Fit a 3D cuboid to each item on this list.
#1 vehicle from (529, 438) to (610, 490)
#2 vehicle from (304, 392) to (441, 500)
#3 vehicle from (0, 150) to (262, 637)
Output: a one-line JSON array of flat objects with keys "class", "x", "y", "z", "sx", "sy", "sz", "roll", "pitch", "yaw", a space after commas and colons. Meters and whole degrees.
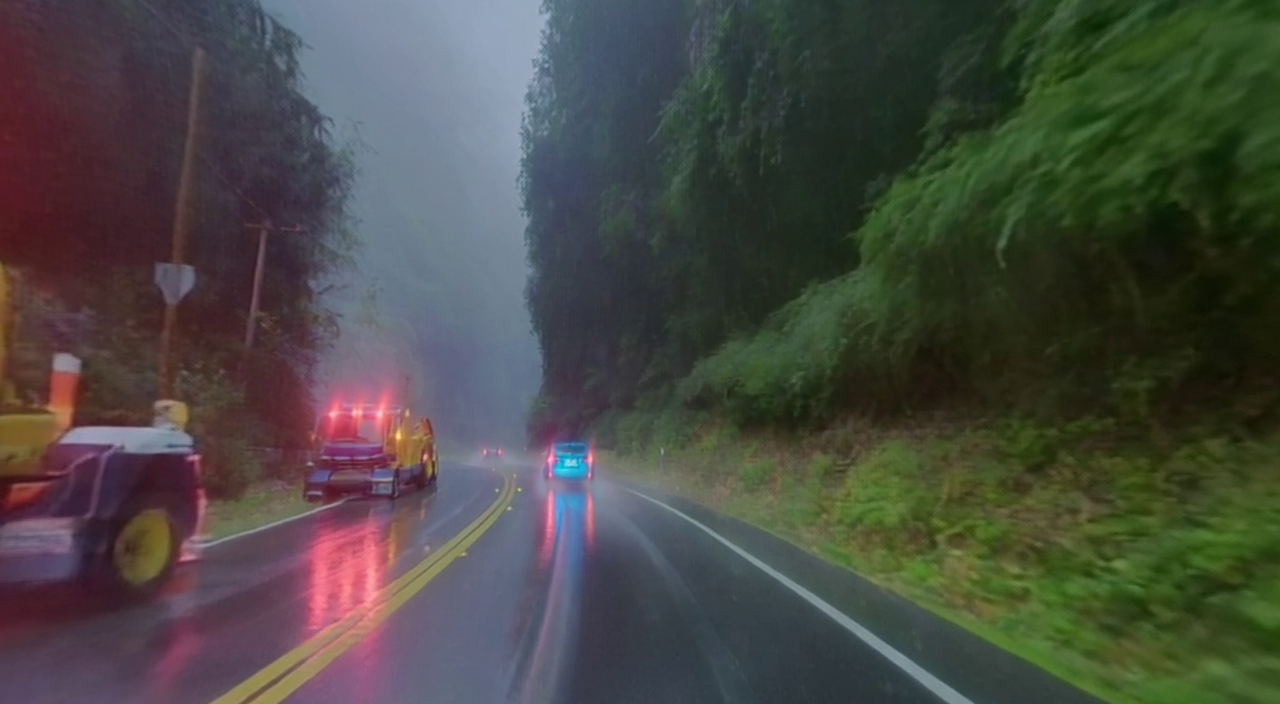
[{"class": "vehicle", "x": -2.425, "y": 3.627, "z": 20.751, "sx": 2.259, "sy": 1.503, "sz": 4.075, "roll": 2, "pitch": -9, "yaw": -12}, {"class": "vehicle", "x": -7.188, "y": 2.600, "z": 17.525, "sx": 2.257, "sy": 2.597, "sz": 4.069, "roll": 1, "pitch": -8, "yaw": -6}, {"class": "vehicle", "x": -5.417, "y": 0.283, "z": 4.252, "sx": 2.364, "sy": 3.191, "sz": 4.942, "roll": 0, "pitch": -8, "yaw": 3}]
